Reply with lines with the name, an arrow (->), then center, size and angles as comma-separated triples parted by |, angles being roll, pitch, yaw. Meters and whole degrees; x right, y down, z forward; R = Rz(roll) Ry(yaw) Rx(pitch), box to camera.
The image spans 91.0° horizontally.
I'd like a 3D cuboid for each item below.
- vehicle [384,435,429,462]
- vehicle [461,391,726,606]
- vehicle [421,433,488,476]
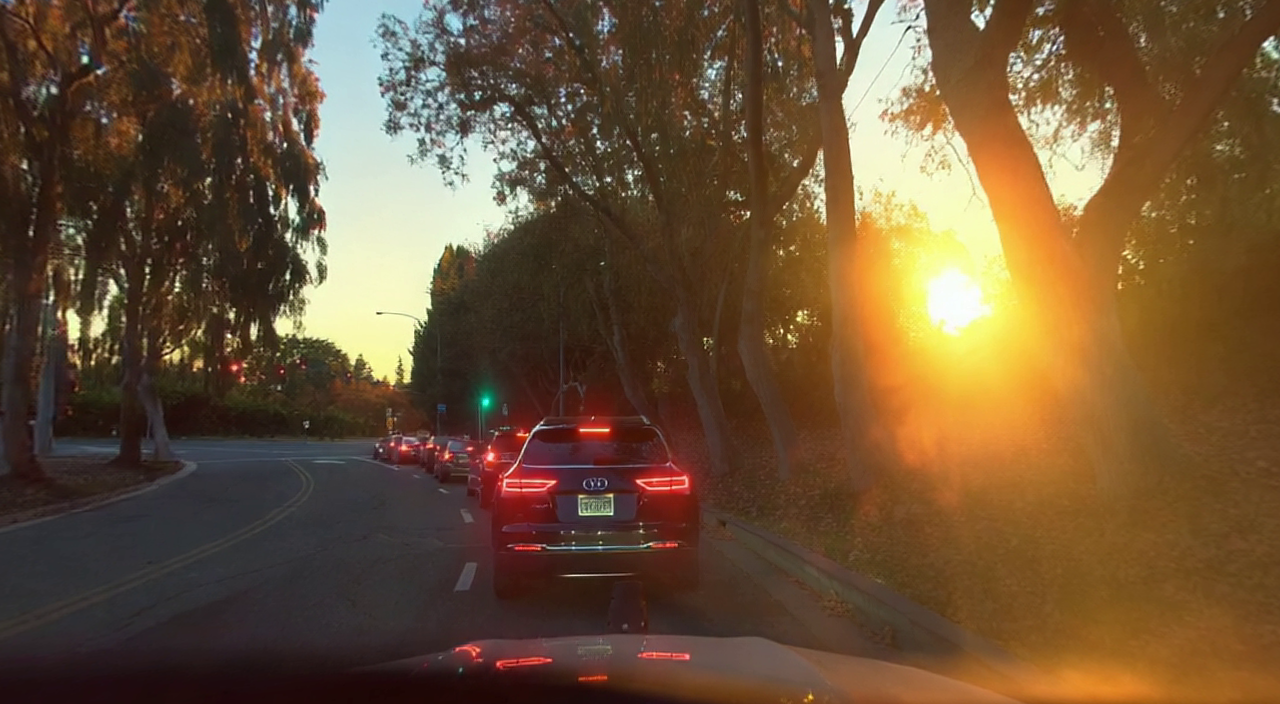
vehicle -> -13.754, 5.641, 36.898 | 1.863, 1.488, 4.426 | 4, -9, -27
vehicle -> -0.680, 1.460, 7.203 | 2.134, 1.671, 4.147 | 1, -8, -9
vehicle -> -7.299, 3.950, 24.483 | 1.902, 1.536, 3.662 | 4, -9, -25
